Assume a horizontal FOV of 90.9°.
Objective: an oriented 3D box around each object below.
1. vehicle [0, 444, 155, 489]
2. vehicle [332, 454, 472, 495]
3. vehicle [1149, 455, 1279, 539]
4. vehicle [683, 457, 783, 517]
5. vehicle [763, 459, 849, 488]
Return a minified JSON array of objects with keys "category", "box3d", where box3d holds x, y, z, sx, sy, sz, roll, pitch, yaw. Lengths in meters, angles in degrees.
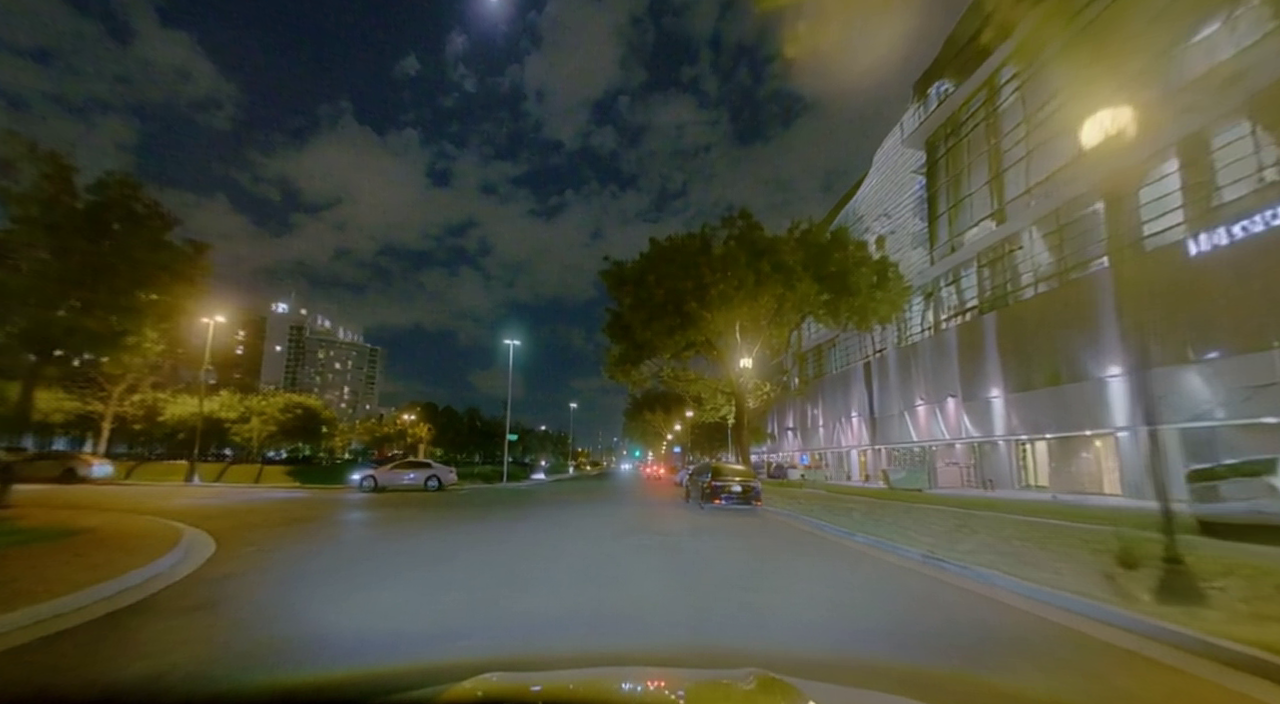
[{"category":"vehicle","box3d":[-20.229,4.085,22.467,4.118,1.482,1.889,1,-11,-3]},{"category":"vehicle","box3d":[-9.458,4.913,25.312,4.770,1.448,1.983,9,-14,-39]},{"category":"vehicle","box3d":[15.178,3.335,14.427,4.824,1.728,2.246,0,-12,8]},{"category":"vehicle","box3d":[2.425,3.707,17.524,2.073,1.434,3.899,1,-11,-2]},{"category":"vehicle","box3d":[10.268,7.573,39.225,4.782,1.698,1.882,1,-11,-3]}]
